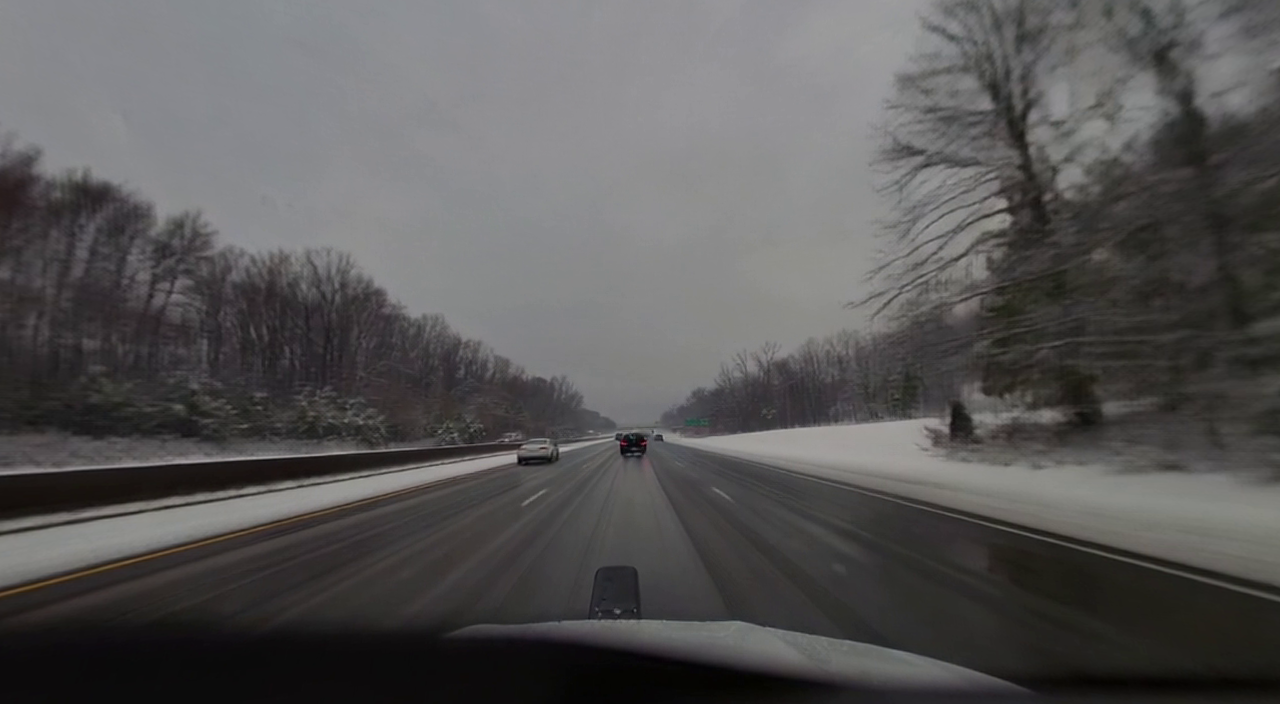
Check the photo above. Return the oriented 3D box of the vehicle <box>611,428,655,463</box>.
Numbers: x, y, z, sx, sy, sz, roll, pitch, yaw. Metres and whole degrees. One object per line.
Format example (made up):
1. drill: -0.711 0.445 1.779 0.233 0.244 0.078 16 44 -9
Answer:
1. vehicle: -0.335 4.824 32.639 2.134 1.654 4.174 0 -8 0

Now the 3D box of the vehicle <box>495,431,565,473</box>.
1. vehicle: -4.256 3.912 24.986 2.030 1.491 4.046 0 -8 0
